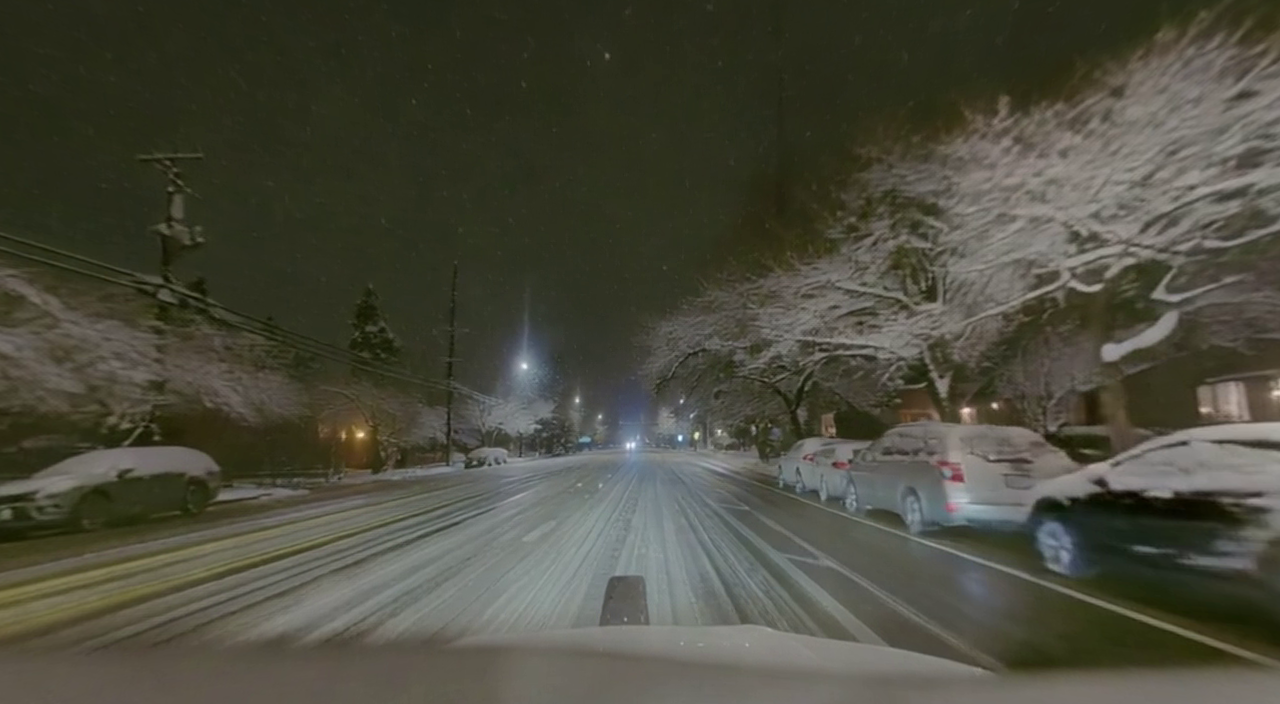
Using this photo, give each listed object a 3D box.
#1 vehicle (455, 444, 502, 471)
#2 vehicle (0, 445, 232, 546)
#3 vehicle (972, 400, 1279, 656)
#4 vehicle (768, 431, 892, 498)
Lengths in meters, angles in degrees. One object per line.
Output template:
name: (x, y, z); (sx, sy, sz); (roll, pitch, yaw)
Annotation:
vehicle: (-11.196, 7.339, 44.105); (2.023, 1.629, 4.822); (-2, -8, 0)
vehicle: (-11.667, 2.992, 13.897); (2.054, 1.704, 4.710); (-3, -8, 3)
vehicle: (4.998, 1.264, 5.023); (1.885, 1.603, 5.235); (0, -9, 1)
vehicle: (5.328, 3.216, 18.477); (2.104, 1.687, 4.636); (0, -8, -1)
